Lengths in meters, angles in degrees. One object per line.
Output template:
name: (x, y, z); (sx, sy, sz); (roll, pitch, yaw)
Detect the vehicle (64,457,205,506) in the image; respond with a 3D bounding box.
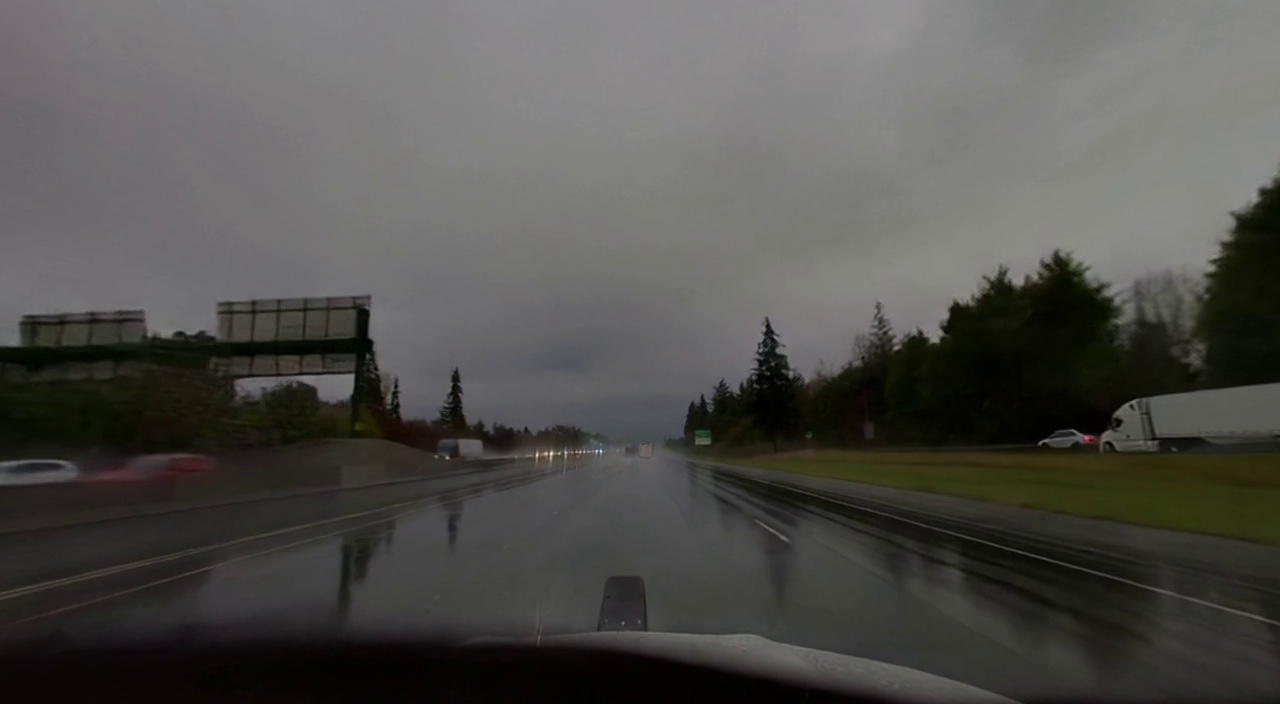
vehicle: (-16.562, 4.231, 20.905); (1.639, 1.433, 3.624); (0, -9, 0)

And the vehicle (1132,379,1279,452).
vehicle: (37.196, 3.913, 37.587); (2.876, 4.046, 13.881); (1, -9, -8)

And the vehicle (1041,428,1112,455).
vehicle: (31.297, 6.462, 45.305); (2.038, 1.823, 3.744); (1, -9, -9)
